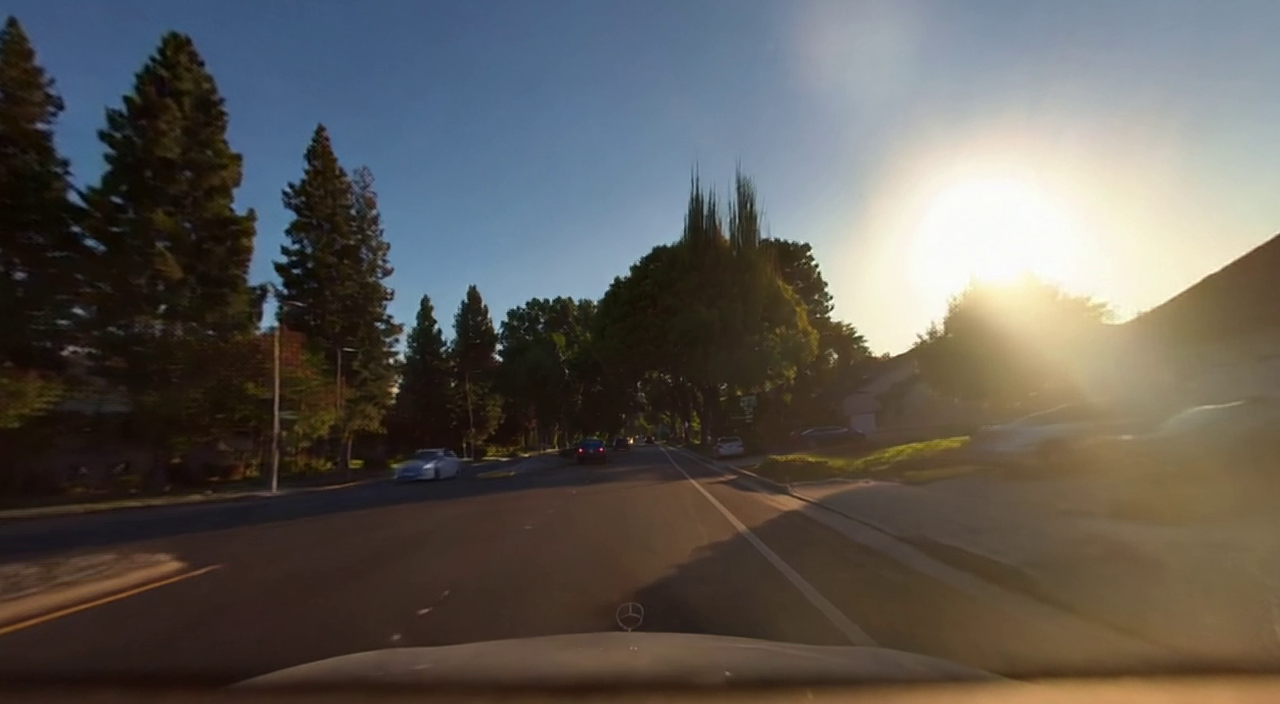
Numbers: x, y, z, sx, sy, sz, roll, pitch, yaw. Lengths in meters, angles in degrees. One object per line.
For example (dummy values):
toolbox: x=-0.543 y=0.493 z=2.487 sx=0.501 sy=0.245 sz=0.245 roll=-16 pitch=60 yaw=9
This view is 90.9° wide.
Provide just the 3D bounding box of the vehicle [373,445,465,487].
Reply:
vehicle: x=-8.932 y=4.593 z=25.906 sx=2.027 sy=1.522 sz=4.469 roll=-1 pitch=-8 yaw=2

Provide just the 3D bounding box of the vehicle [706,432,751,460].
vehicle: x=5.248 y=5.637 z=37.770 sx=1.995 sy=1.546 sz=4.474 roll=0 pitch=-8 yaw=-1

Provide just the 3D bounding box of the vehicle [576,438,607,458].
vehicle: x=-3.561 y=7.061 z=46.474 sx=1.973 sy=1.400 sz=3.915 roll=0 pitch=-8 yaw=0

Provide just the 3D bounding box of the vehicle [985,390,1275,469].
vehicle: x=10.317 y=1.678 z=13.582 sx=4.606 sy=1.525 sz=1.932 roll=0 pitch=-8 yaw=-1
